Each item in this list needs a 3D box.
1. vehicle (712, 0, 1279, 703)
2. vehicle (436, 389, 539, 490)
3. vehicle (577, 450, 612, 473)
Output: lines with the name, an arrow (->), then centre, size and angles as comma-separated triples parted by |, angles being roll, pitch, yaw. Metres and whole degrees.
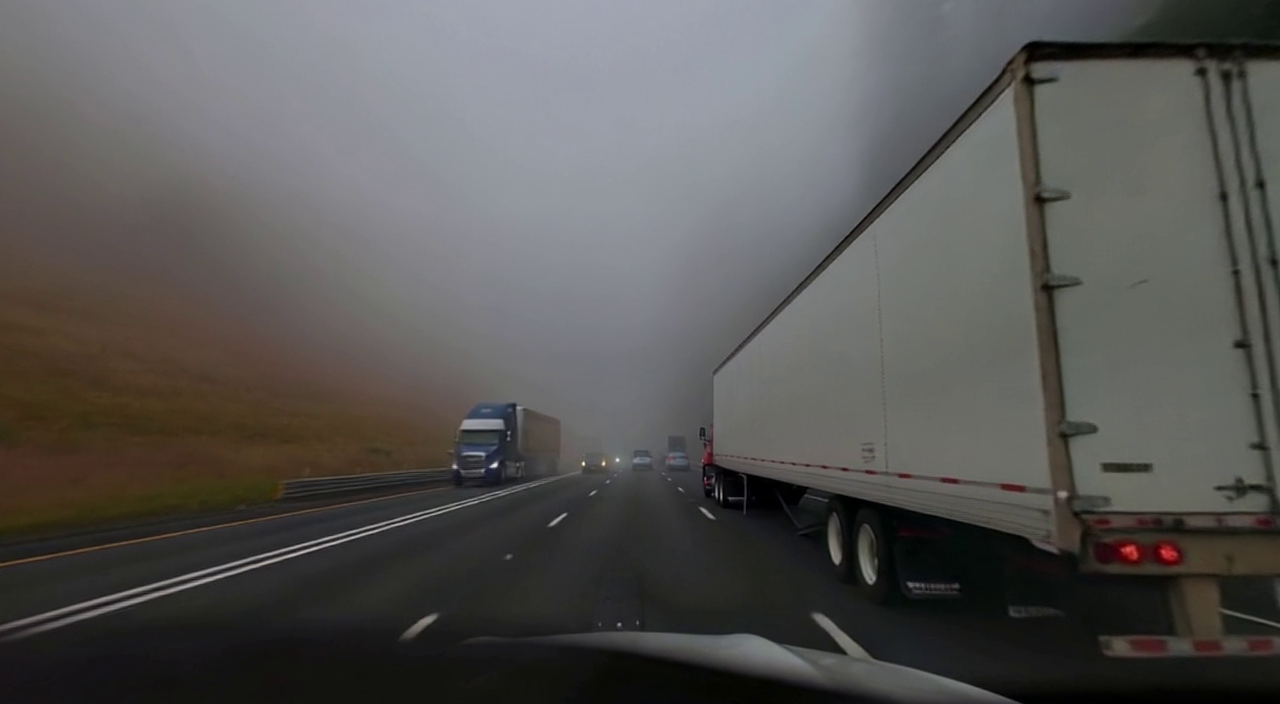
vehicle -> 3.466, 0.931, 10.101 | 2.845, 4.071, 14.008 | 0, -9, 0
vehicle -> -6.540, 3.919, 28.119 | 3.004, 3.974, 5.891 | 0, -9, 0
vehicle -> -3.334, 8.158, 47.031 | 2.088, 1.589, 4.464 | 0, -9, 2
